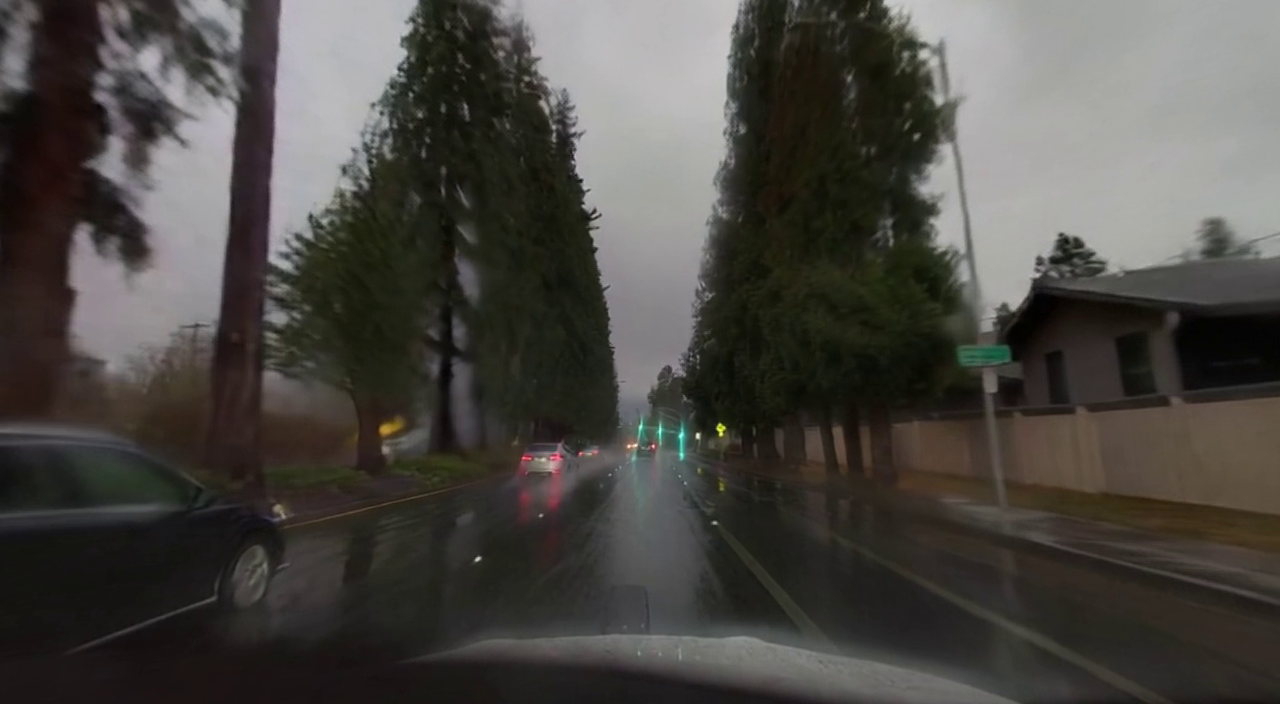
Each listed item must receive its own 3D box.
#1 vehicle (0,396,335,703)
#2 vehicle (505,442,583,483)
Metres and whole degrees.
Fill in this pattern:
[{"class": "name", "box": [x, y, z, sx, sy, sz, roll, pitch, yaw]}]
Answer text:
[{"class": "vehicle", "box": [-4.104, 1.084, 3.594, 2.190, 1.545, 4.943, 0, -8, 1]}, {"class": "vehicle", "box": [-3.704, 4.355, 25.245, 2.188, 1.473, 4.651, 0, -8, 2]}]
